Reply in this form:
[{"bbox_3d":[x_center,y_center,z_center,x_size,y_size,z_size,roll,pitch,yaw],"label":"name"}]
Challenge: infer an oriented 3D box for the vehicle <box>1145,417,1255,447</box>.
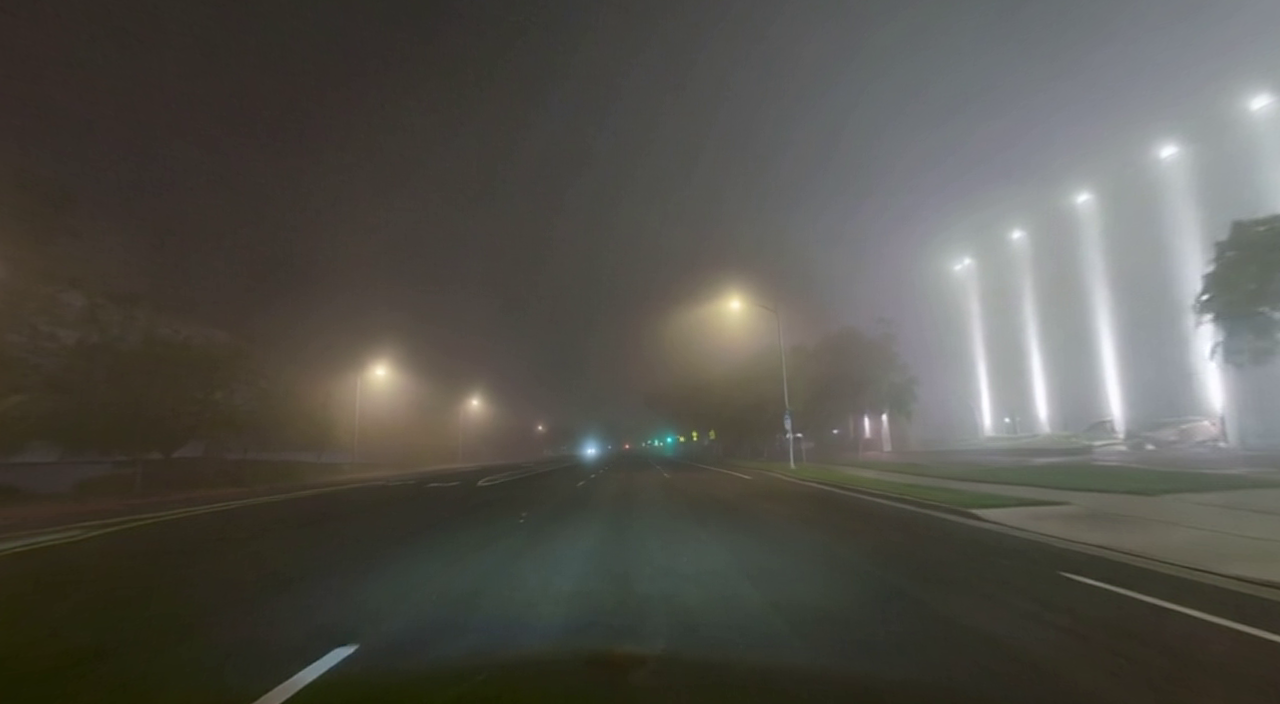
[{"bbox_3d":[32.679,4.708,36.951,4.531,1.672,1.895,0,-9,0],"label":"vehicle"}]
